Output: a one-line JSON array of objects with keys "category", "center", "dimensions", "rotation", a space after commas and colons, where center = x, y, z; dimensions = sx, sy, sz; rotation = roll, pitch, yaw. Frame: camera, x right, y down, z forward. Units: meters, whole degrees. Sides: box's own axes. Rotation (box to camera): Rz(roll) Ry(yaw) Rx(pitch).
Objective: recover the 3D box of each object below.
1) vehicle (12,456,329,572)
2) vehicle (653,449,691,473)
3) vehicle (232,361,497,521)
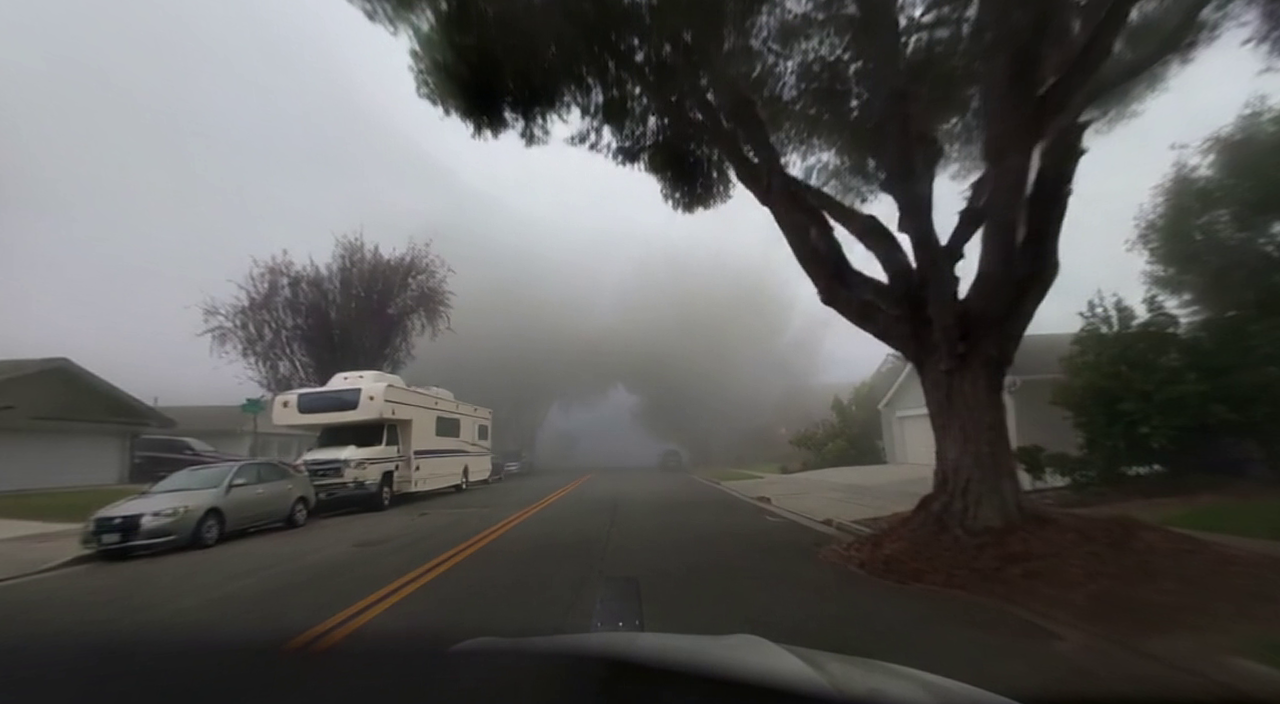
[{"category": "vehicle", "center": [-7.375, 2.528, 10.721], "dimensions": [1.932, 1.438, 4.552], "rotation": [0, -9, -1]}, {"category": "vehicle", "center": [2.111, 7.445, 43.437], "dimensions": [2.167, 1.479, 4.597], "rotation": [0, -9, -3]}, {"category": "vehicle", "center": [-7.355, 2.966, 19.801], "dimensions": [3.103, 3.479, 11.801], "rotation": [-1, -10, -1]}]
